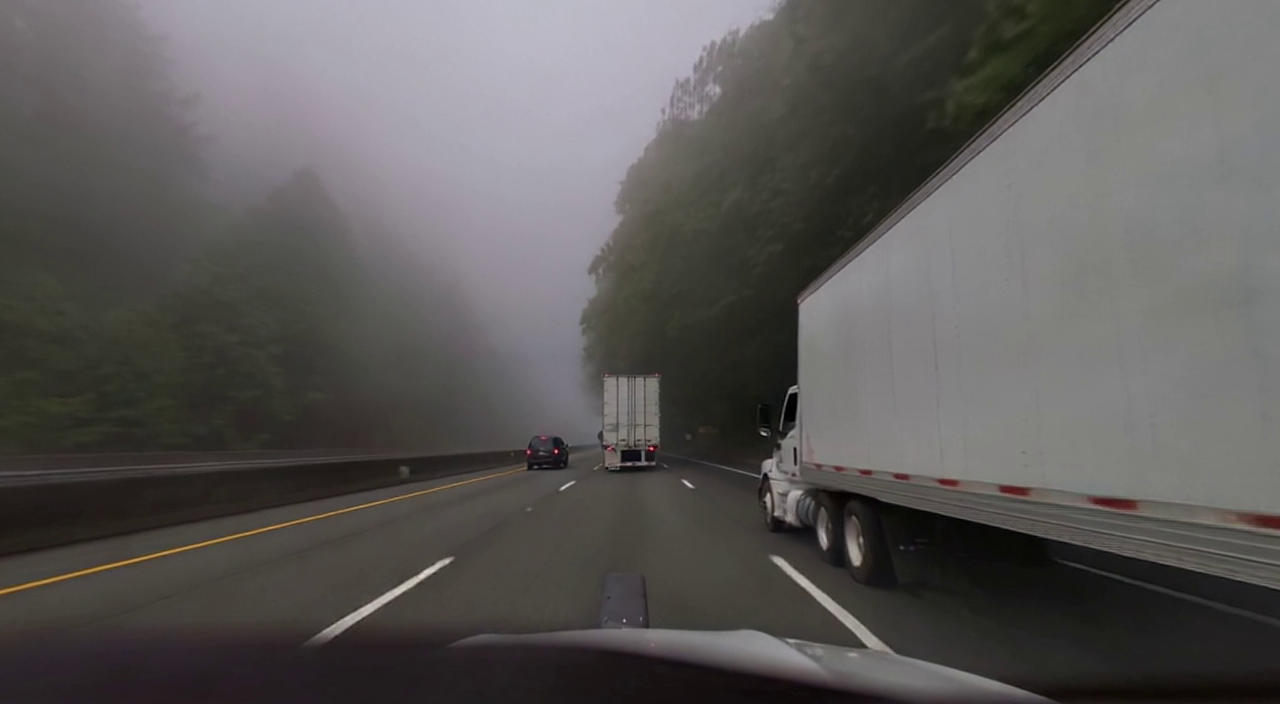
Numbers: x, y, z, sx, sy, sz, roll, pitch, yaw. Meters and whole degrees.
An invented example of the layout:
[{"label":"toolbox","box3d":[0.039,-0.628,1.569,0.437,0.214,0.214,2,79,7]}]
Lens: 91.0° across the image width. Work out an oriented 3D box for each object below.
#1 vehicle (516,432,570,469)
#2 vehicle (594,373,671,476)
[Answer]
[{"label":"vehicle","box3d":[-4.934,5.082,32.778,2.086,1.778,4.544,0,-8,0]},{"label":"vehicle","box3d":[-0.402,3.530,29.590,2.969,3.957,10.270,0,-8,-1]}]
